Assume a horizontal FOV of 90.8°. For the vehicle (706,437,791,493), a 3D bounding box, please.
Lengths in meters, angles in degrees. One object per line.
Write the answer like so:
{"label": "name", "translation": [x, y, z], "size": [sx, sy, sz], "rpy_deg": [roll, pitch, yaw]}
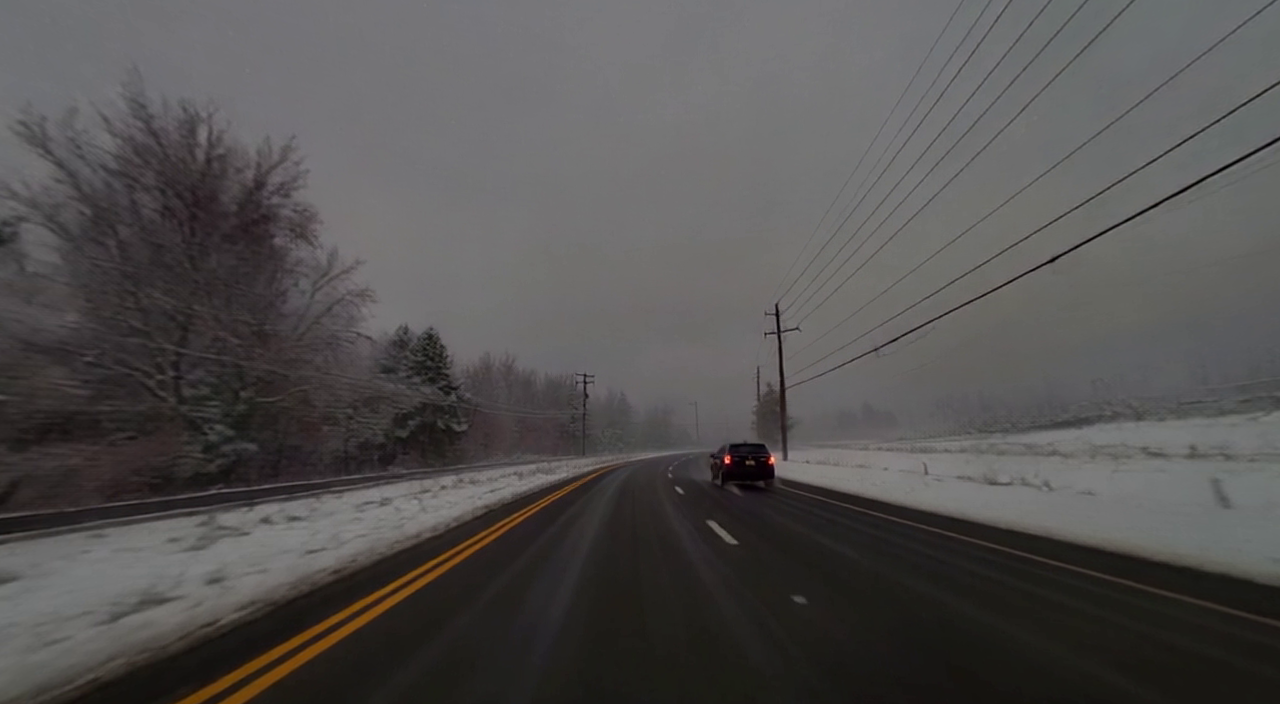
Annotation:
{"label": "vehicle", "translation": [3.523, 3.769, 21.362], "size": [2.135, 1.692, 4.185], "rpy_deg": [0, -9, 0]}
